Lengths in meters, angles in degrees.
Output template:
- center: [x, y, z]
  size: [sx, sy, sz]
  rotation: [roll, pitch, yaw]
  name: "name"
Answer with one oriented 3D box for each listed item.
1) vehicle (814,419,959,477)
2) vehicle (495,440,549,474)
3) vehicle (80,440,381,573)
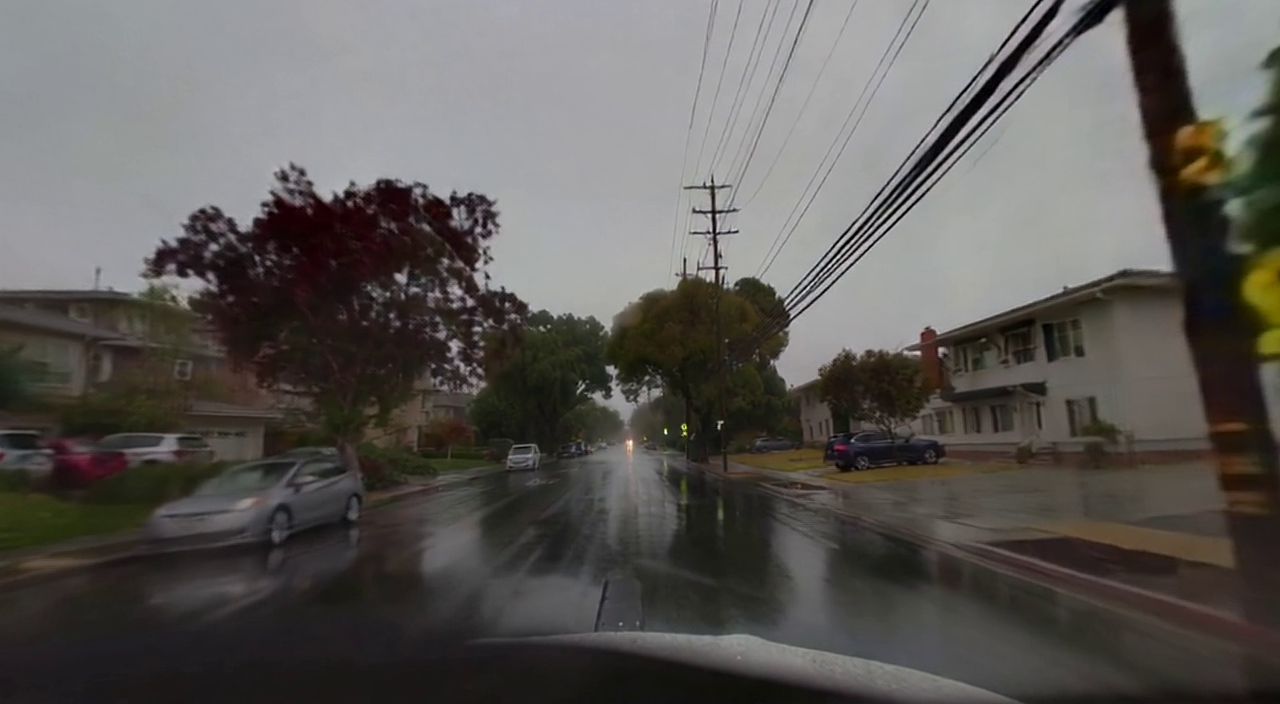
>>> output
- center: [9.790, 3.830, 25.375]
  size: [4.822, 1.864, 2.100]
  rotation: [-4, -8, -5]
  name: "vehicle"
- center: [-6.808, 6.109, 36.973]
  size: [2.162, 1.757, 5.201]
  rotation: [-2, -8, 0]
  name: "vehicle"
- center: [-6.294, 2.346, 10.578]
  size: [2.022, 1.550, 4.669]
  rotation: [-4, -8, -1]
  name: "vehicle"
